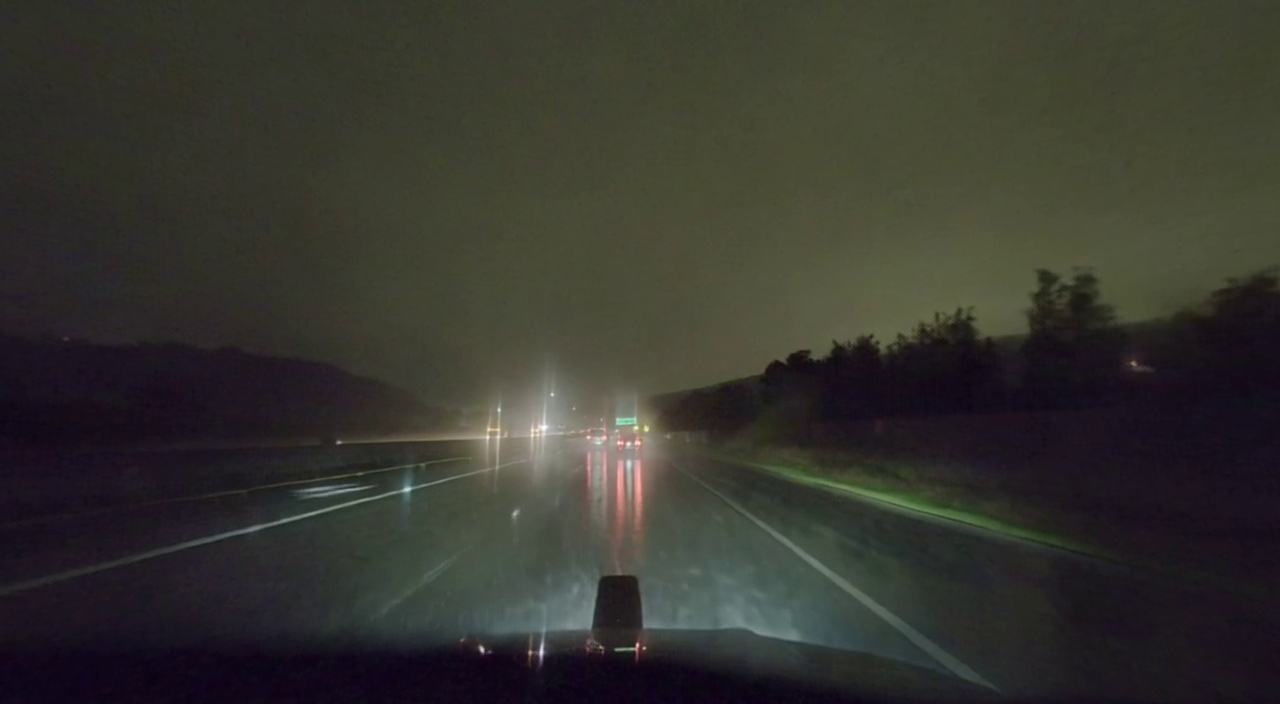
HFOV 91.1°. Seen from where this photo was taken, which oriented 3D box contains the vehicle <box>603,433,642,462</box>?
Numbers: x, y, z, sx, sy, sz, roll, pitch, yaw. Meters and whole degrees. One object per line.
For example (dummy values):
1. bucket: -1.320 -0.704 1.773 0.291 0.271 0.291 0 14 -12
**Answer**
1. vehicle: -0.944 5.066 33.536 1.948 1.470 3.913 0 -8 -2
